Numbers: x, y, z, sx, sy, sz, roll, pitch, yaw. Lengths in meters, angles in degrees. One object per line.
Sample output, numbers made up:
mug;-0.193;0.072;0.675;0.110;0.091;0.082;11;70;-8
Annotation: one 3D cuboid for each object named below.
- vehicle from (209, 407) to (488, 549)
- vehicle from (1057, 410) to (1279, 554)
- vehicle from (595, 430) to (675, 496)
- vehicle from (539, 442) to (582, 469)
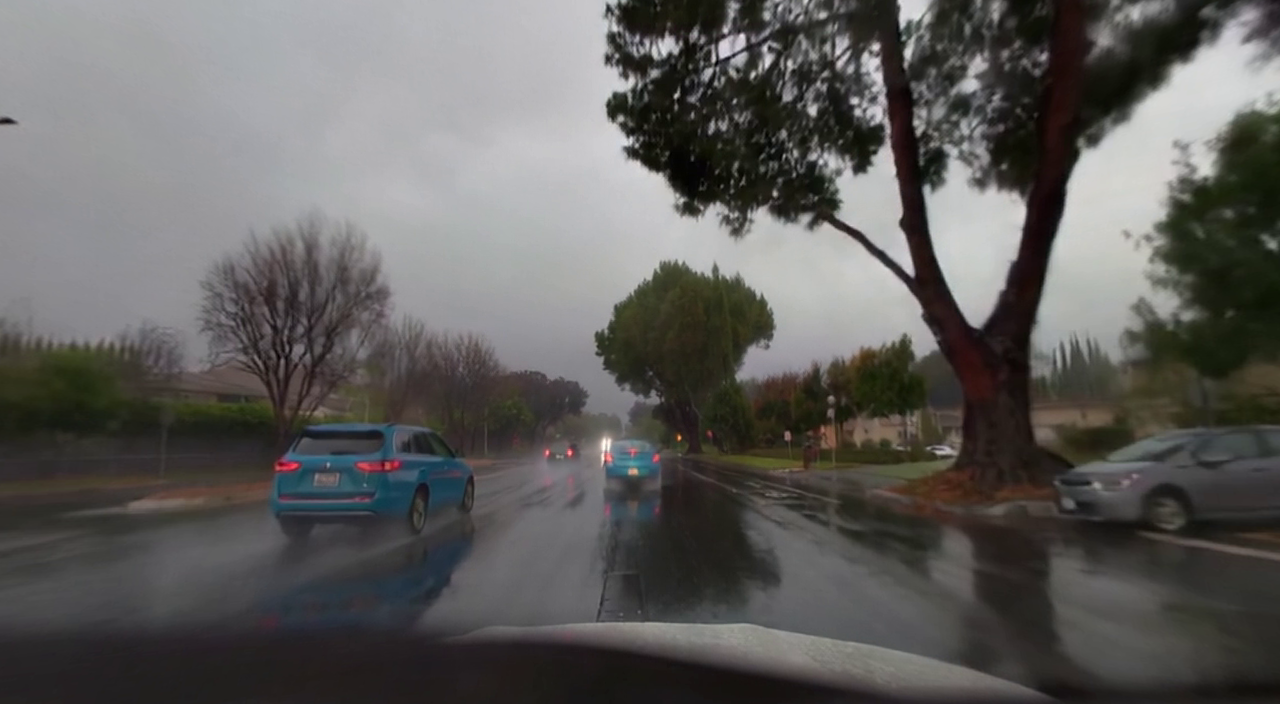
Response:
vehicle;-4.135;1.888;10.109;2.243;1.722;4.621;0;-8;0
vehicle;8.781;1.734;8.783;4.497;1.743;1.983;0;-8;0
vehicle;-0.179;3.300;19.164;2.131;1.761;4.242;0;-8;-1
vehicle;-4.681;6.173;37.833;2.014;1.493;4.658;0;-8;-1
